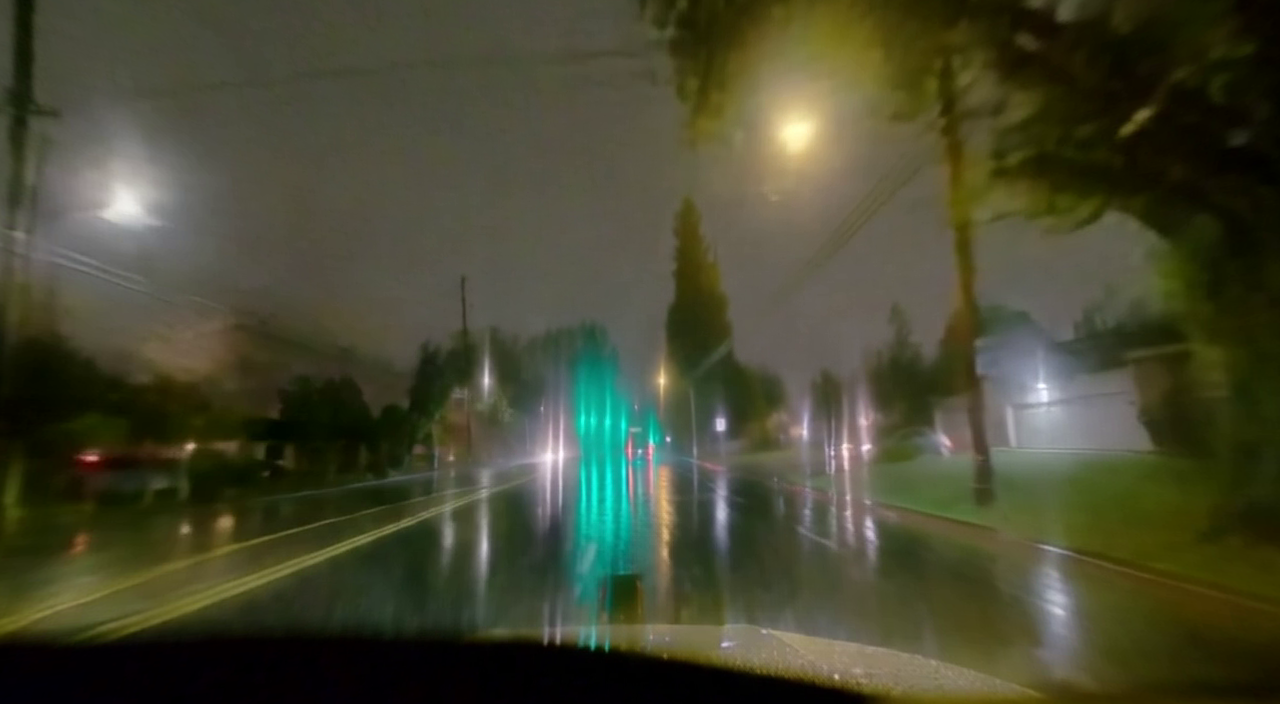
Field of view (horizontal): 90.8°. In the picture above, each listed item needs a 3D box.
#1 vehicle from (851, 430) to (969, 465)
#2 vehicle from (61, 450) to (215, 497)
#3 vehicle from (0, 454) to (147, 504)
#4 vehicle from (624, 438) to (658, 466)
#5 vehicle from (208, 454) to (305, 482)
[{"bbox_3d":[11.982,4.252,28.256,4.415,1.467,1.865,0,-8,1],"label":"vehicle"},{"bbox_3d":[-21.284,5.132,26.939,4.766,1.873,2.008,0,-9,0],"label":"vehicle"},{"bbox_3d":[-21.351,4.722,23.639,4.206,1.721,1.807,0,-9,0],"label":"vehicle"},{"bbox_3d":[-0.010,6.863,43.605,2.215,1.799,4.426,0,-9,-2],"label":"vehicle"},{"bbox_3d":[-22.306,6.751,36.868,4.363,1.503,1.859,0,-9,-3],"label":"vehicle"}]
